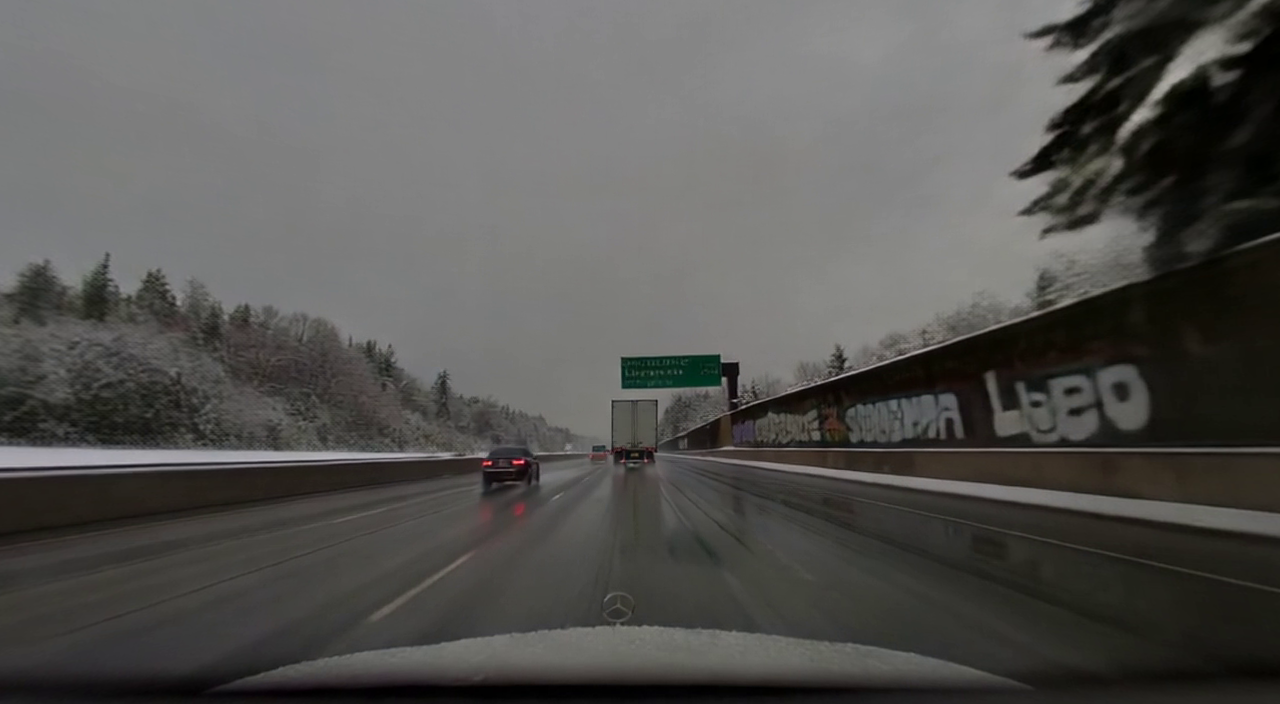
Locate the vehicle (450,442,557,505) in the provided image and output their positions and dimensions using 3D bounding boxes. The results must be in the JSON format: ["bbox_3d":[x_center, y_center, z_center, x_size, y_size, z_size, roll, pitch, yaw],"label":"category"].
[{"bbox_3d":[-3.718,3.395,17.892,2.158,1.538,4.047,0,-9,0],"label":"vehicle"}]

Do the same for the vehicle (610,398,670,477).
[{"bbox_3d":[-0.108,5.212,37.506,3.042,4.023,10.832,0,-9,-1],"label":"vehicle"}]
